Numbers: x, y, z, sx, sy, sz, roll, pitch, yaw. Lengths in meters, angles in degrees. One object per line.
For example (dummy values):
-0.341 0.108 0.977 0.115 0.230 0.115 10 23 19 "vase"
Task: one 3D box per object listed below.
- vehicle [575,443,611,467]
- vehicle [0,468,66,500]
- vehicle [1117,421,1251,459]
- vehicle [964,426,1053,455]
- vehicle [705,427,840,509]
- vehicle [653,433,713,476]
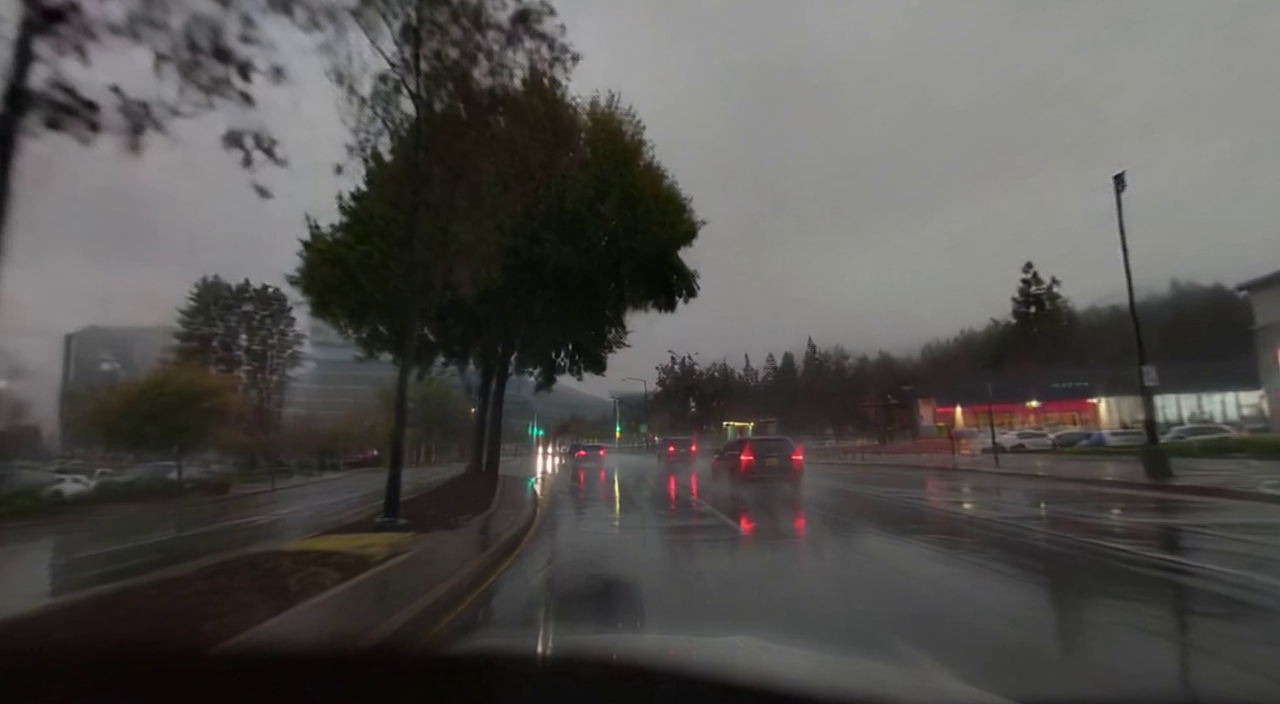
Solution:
-3.124 6.728 41.518 2.068 1.512 3.987 1 -8 -8 "vehicle"
-31.198 6.579 31.464 1.600 1.375 4.319 0 -9 -8 "vehicle"
27.385 4.461 31.943 4.736 1.755 2.221 -1 -8 -2 "vehicle"
26.811 6.420 46.078 5.103 1.947 2.207 -1 -8 -2 "vehicle"
2.859 2.603 14.621 1.966 1.596 3.980 0 -8 -4 "vehicle"
1.880 4.720 29.353 2.046 1.768 4.370 -1 -8 -5 "vehicle"
